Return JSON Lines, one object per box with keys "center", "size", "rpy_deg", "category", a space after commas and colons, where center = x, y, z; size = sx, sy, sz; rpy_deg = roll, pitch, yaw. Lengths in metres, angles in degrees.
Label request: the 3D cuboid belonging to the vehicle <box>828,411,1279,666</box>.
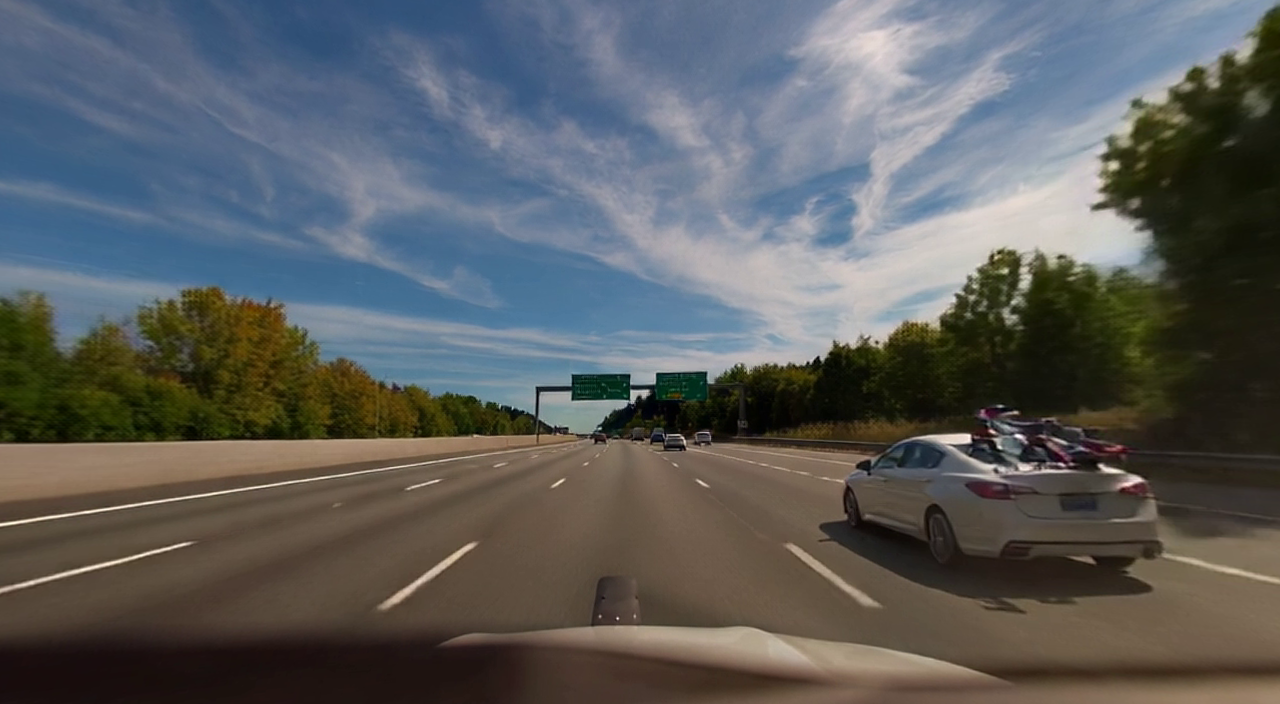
{"center": [3.606, 1.368, 5.957], "size": [2.094, 1.441, 4.568], "rpy_deg": [0, -8, -2], "category": "vehicle"}
